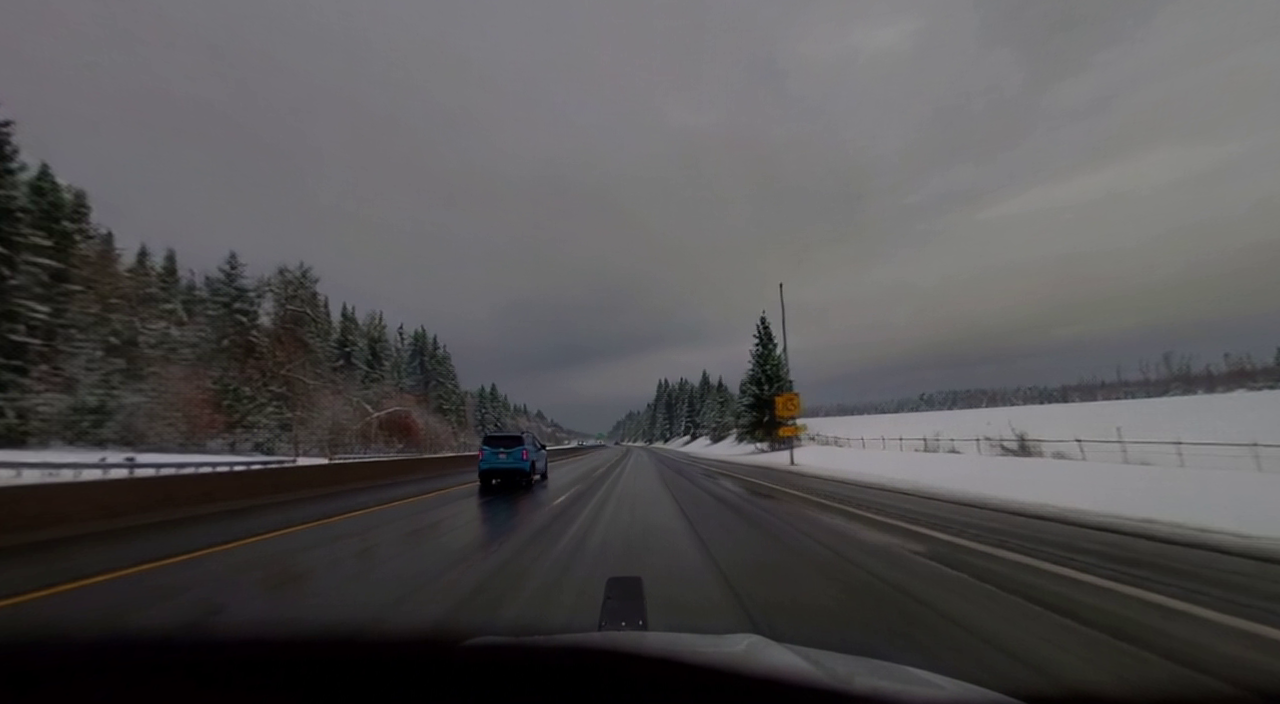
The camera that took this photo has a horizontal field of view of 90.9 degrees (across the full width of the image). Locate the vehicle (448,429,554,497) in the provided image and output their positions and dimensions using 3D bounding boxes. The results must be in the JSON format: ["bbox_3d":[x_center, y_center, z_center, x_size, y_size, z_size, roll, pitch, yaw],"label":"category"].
[{"bbox_3d":[-3.913,3.216,18.651,2.084,1.752,4.479,0,-8,1],"label":"vehicle"}]
